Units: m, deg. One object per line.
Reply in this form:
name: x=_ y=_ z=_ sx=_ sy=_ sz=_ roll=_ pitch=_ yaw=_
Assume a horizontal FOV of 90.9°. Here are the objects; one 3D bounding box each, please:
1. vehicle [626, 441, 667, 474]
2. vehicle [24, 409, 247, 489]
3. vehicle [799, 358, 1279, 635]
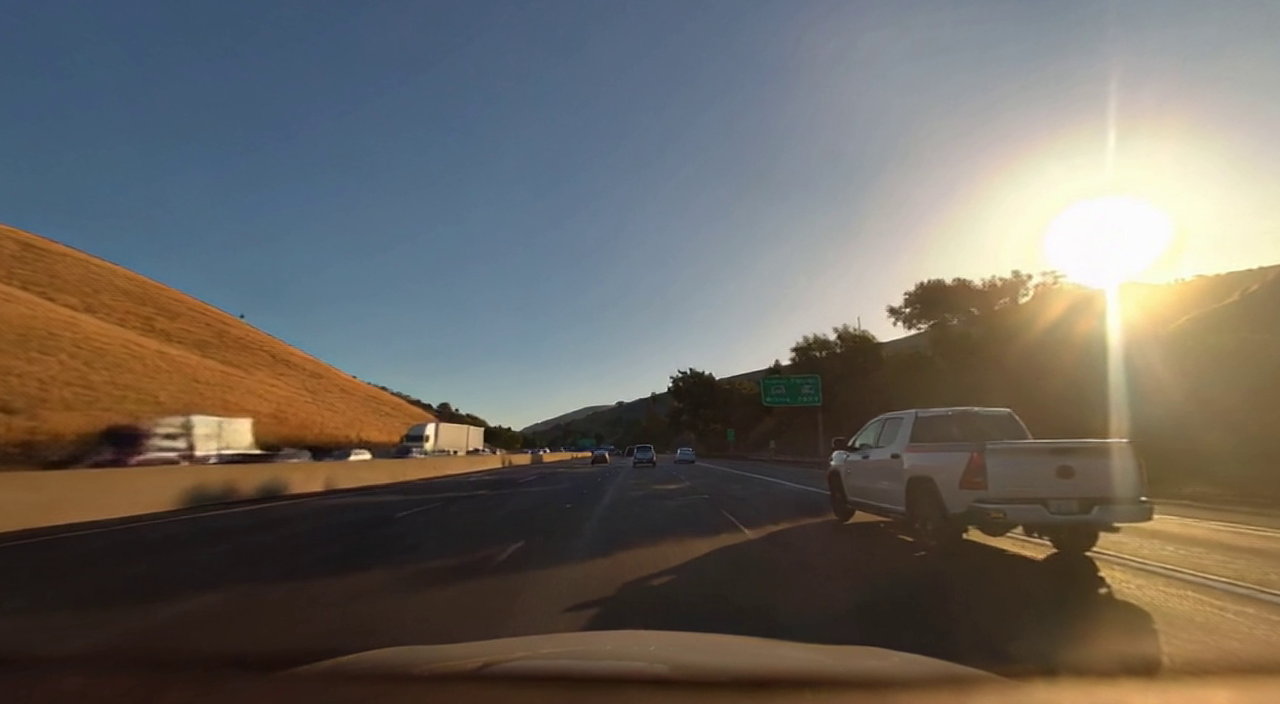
vehicle: x=0.331 y=5.711 z=34.461 sx=2.086 sy=1.685 sz=4.206 roll=0 pitch=-8 yaw=0
vehicle: x=-16.153 y=3.186 z=20.873 sx=2.233 sy=2.227 sz=6.034 roll=0 pitch=-8 yaw=1
vehicle: x=4.041 y=1.456 z=7.530 sx=2.700 sy=1.980 sz=5.866 roll=0 pitch=-8 yaw=0
